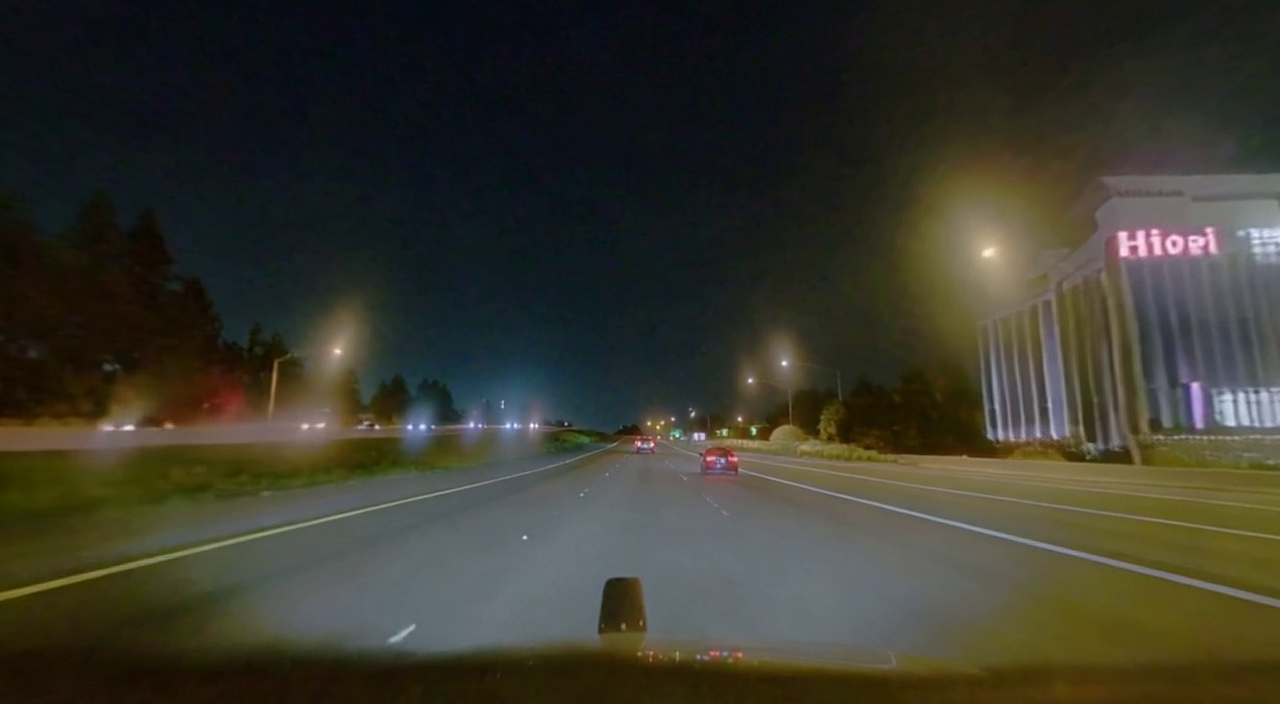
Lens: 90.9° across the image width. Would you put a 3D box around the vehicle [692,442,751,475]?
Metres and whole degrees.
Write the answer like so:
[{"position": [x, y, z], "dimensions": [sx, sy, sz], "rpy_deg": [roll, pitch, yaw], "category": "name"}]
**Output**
[{"position": [3.670, 4.909, 29.337], "dimensions": [2.069, 1.431, 4.313], "rpy_deg": [0, -8, -1], "category": "vehicle"}]
